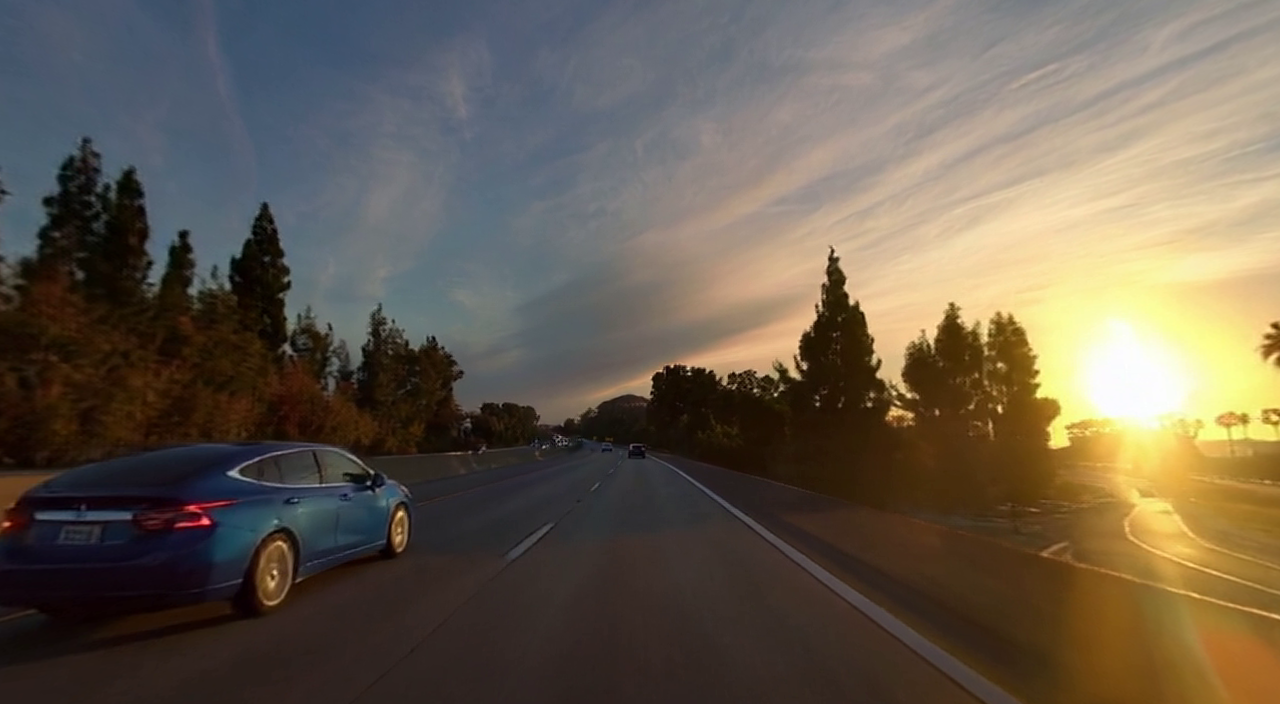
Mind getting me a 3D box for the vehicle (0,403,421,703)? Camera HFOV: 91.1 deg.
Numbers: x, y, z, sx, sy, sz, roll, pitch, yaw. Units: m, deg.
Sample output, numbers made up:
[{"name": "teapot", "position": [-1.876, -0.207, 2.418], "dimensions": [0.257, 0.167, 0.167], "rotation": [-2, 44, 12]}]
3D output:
[{"name": "vehicle", "position": [-3.797, 1.375, 5.368], "dimensions": [2.092, 1.562, 4.748], "rotation": [0, -8, 1]}]
